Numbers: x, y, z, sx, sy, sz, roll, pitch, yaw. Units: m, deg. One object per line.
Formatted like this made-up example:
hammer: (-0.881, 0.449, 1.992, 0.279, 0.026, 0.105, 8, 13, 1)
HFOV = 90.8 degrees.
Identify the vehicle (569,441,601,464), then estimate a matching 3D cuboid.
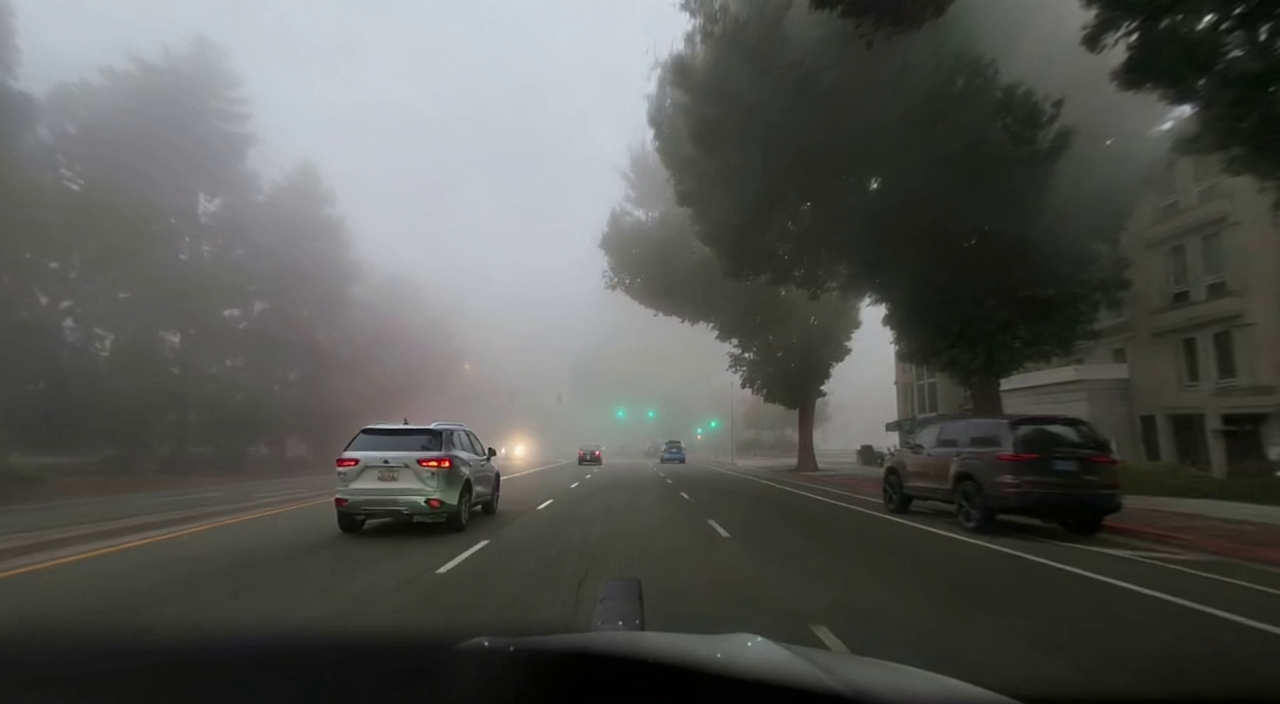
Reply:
vehicle: (-4.219, 7.812, 49.417, 2.083, 1.685, 4.069, 0, -8, 1)

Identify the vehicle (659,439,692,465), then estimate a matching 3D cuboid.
vehicle: (2.528, 7.214, 45.625, 2.018, 1.719, 4.369, 0, -8, -2)

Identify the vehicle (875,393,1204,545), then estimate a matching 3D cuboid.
vehicle: (6.970, 2.154, 12.332, 2.521, 2.108, 6.111, 2, -8, 1)

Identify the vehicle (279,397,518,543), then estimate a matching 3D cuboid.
vehicle: (-3.807, 1.999, 11.295, 2.225, 1.984, 5.168, 0, -8, 0)
